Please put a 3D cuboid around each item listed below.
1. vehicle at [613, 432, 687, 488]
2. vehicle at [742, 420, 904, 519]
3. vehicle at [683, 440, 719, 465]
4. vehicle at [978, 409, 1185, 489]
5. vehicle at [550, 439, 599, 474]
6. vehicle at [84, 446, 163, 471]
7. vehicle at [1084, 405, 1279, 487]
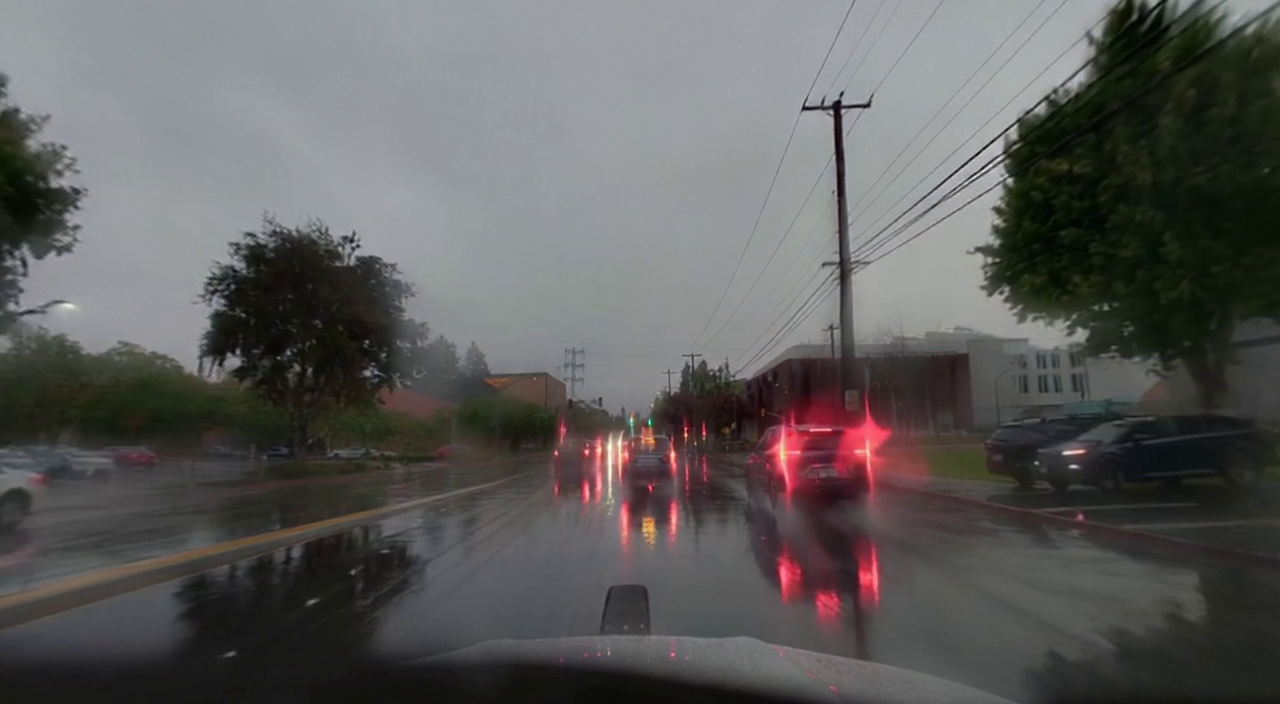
[{"bbox_3d":[0.303,3.517,20.849,2.200,1.653,4.127,0,-8,0],"label":"vehicle"},{"bbox_3d":[3.572,2.384,13.308,2.024,1.711,4.512,0,-8,0],"label":"vehicle"},{"bbox_3d":[3.985,6.639,41.782,1.880,1.503,4.130,0,-8,-1],"label":"vehicle"},{"bbox_3d":[11.600,2.607,17.157,2.238,1.845,4.874,0,-8,3],"label":"vehicle"},{"bbox_3d":[-2.965,4.813,29.354,2.104,1.488,4.546,0,-8,-4],"label":"vehicle"},{"bbox_3d":[-37.667,7.758,46.128,1.882,1.753,4.517,0,-8,0],"label":"vehicle"},{"bbox_3d":[14.232,2.467,16.568,2.146,1.837,4.512,-1,-8,6],"label":"vehicle"}]
